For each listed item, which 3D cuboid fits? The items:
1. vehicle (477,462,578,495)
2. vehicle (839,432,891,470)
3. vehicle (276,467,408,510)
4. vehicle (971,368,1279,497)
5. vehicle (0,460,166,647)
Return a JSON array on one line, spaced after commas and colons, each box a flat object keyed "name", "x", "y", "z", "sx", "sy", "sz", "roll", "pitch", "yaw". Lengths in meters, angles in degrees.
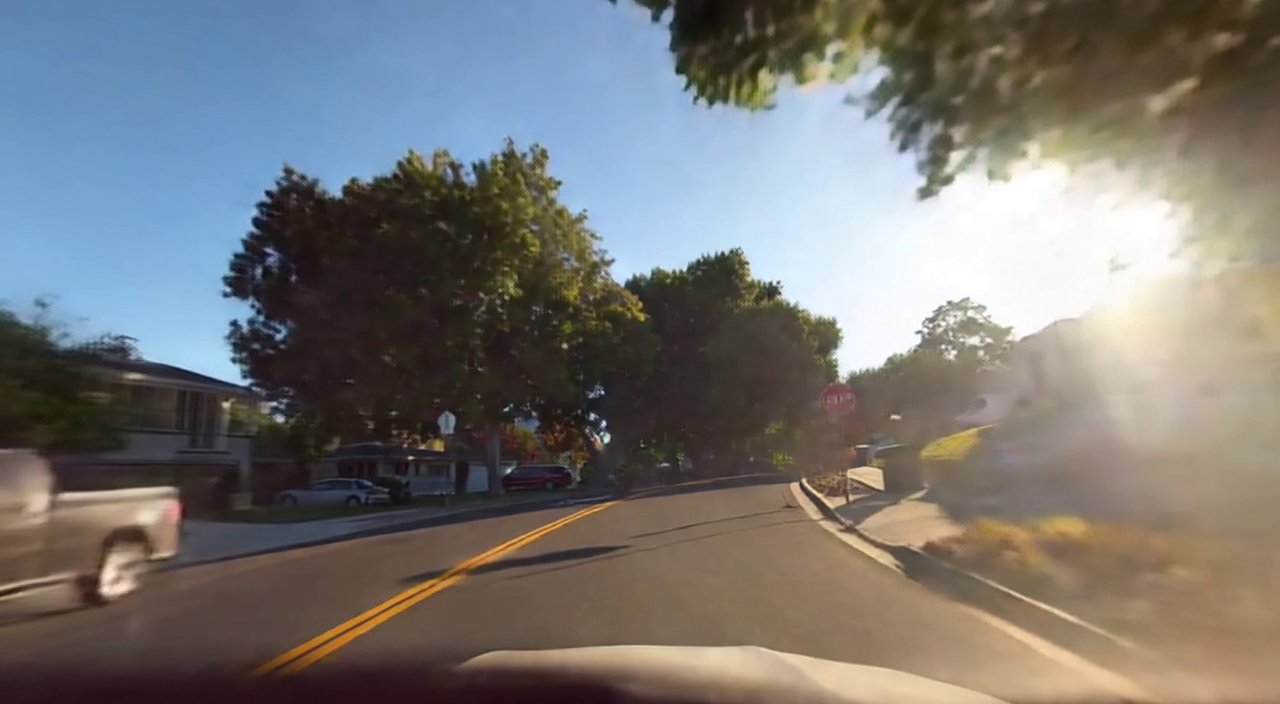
[{"name": "vehicle", "x": -6.896, "y": 7.834, "z": 39.038, "sx": 5.643, "sy": 1.759, "sz": 2.110, "roll": -1, "pitch": -19, "yaw": 7}, {"name": "vehicle", "x": 12.144, "y": 5.338, "z": 34.417, "sx": 2.163, "sy": 1.885, "sz": 4.804, "roll": -3, "pitch": -8, "yaw": 14}, {"name": "vehicle", "x": -11.503, "y": 5.281, "z": 24.570, "sx": 4.175, "sy": 1.492, "sz": 1.845, "roll": -1, "pitch": -9, "yaw": -1}, {"name": "vehicle", "x": 9.497, "y": 1.610, "z": 12.320, "sx": 4.740, "sy": 1.638, "sz": 2.018, "roll": -4, "pitch": -24, "yaw": -3}, {"name": "vehicle", "x": -6.647, "y": 1.649, "z": 5.193, "sx": 1.963, "sy": 1.539, "sz": 4.210, "roll": -3, "pitch": -22, "yaw": 3}]
